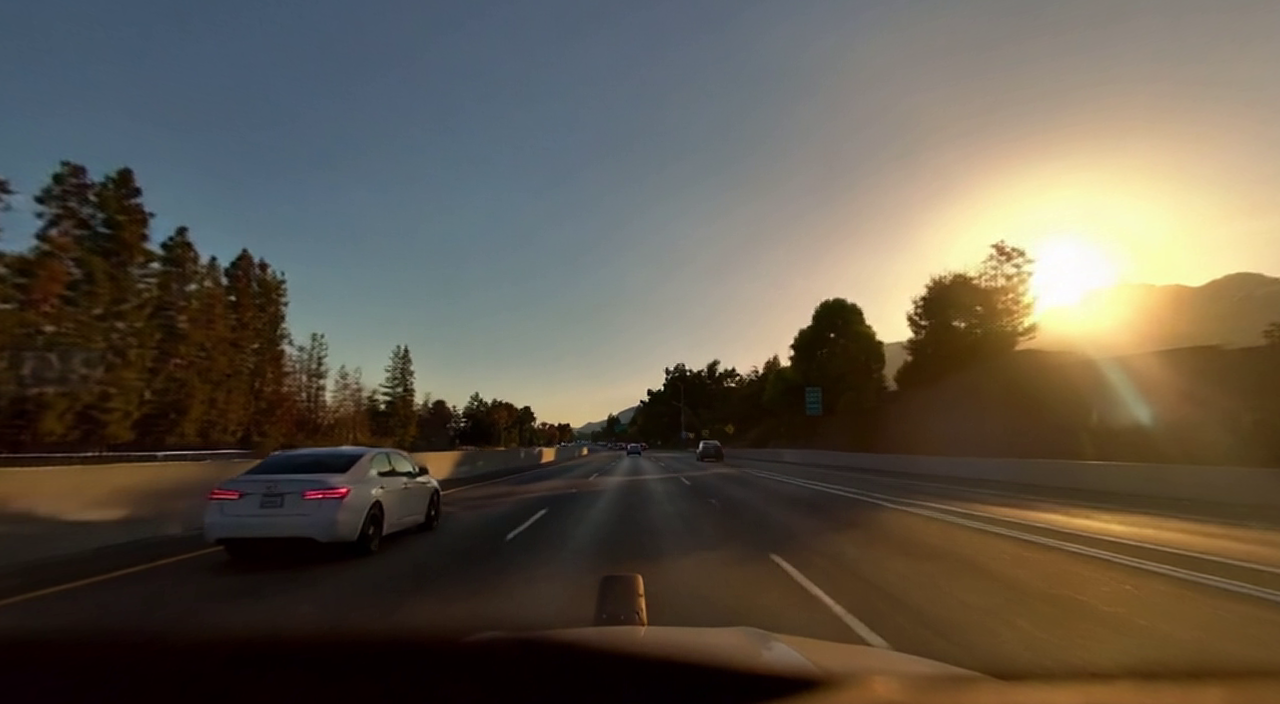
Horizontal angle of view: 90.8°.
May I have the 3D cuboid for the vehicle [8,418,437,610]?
[{"bbox_3d":[-4.109,1.642,7.357,2.050,1.547,4.266,0,-8,0],"label":"vehicle"}]
